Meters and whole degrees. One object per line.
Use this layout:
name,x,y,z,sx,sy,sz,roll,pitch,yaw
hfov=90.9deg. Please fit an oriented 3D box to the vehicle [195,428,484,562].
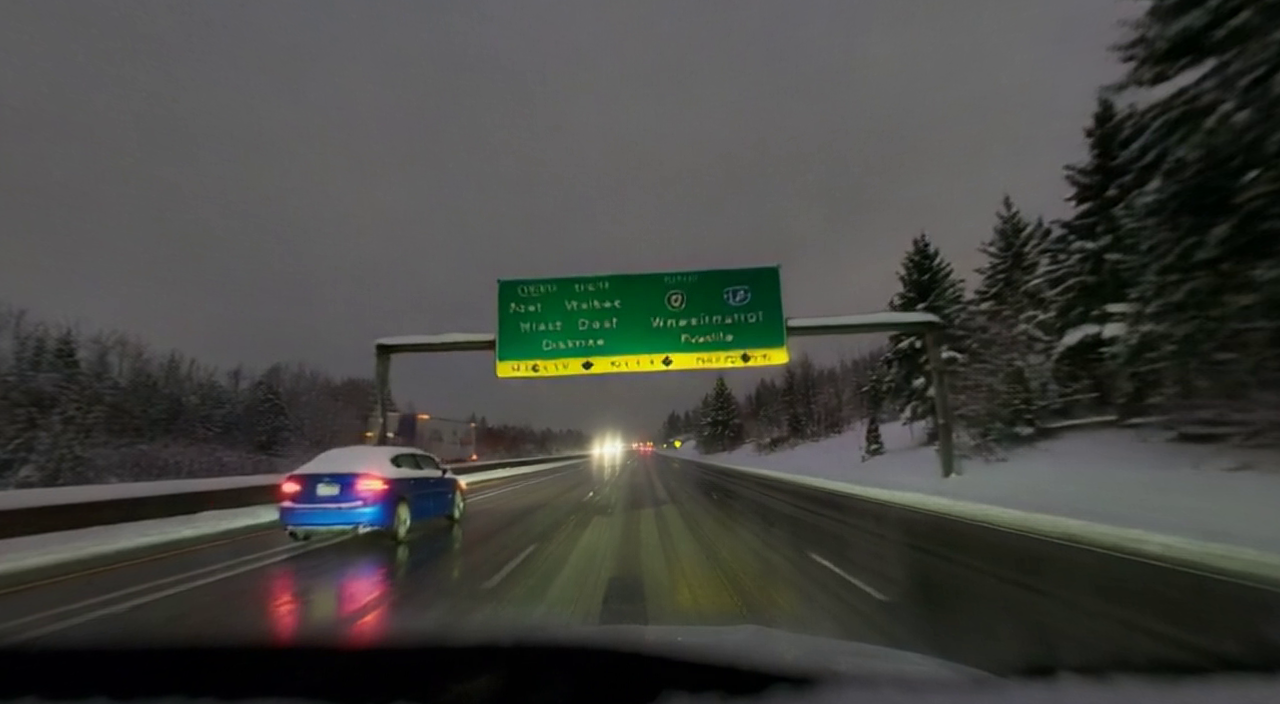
vehicle,-4.117,2.043,9.771,2.160,1.552,4.592,0,-9,1
